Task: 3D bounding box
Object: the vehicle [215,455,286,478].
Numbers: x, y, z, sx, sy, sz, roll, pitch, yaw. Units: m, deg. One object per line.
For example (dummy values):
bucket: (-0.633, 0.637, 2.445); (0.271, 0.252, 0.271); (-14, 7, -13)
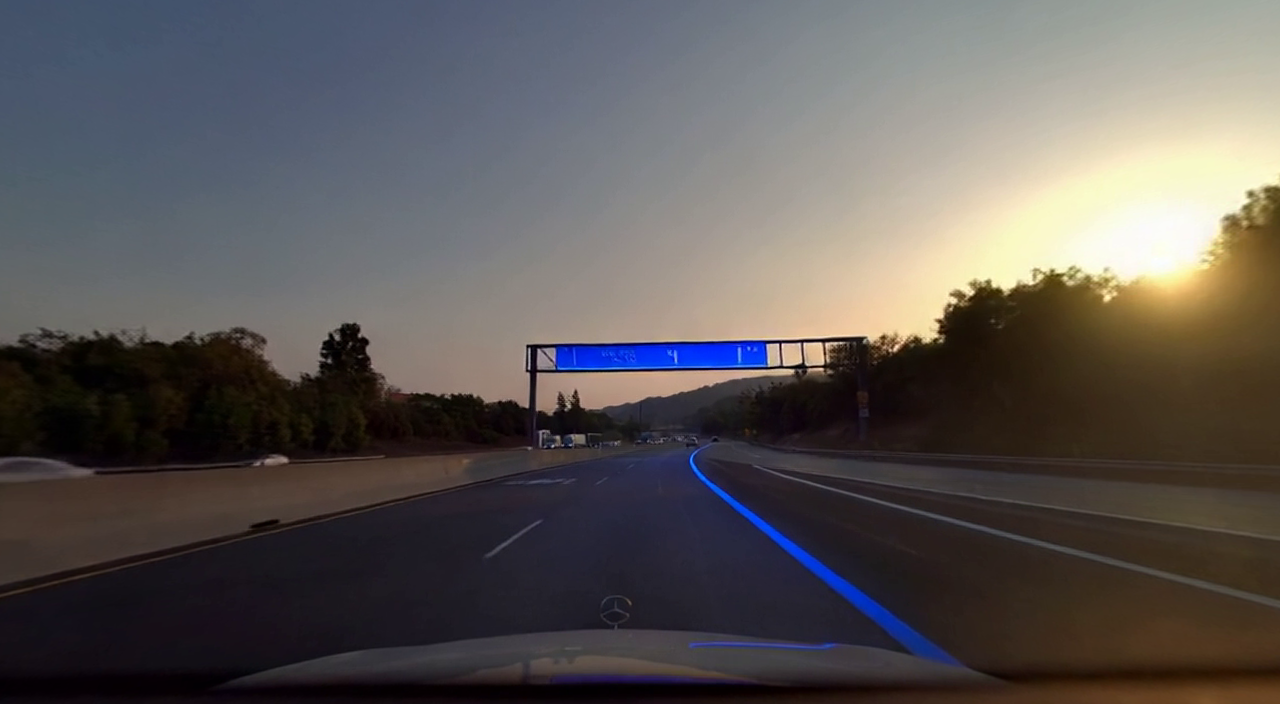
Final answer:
vehicle: (-28.161, 8.268, 45.691); (2.024, 1.472, 4.537); (-1, -8, 4)
